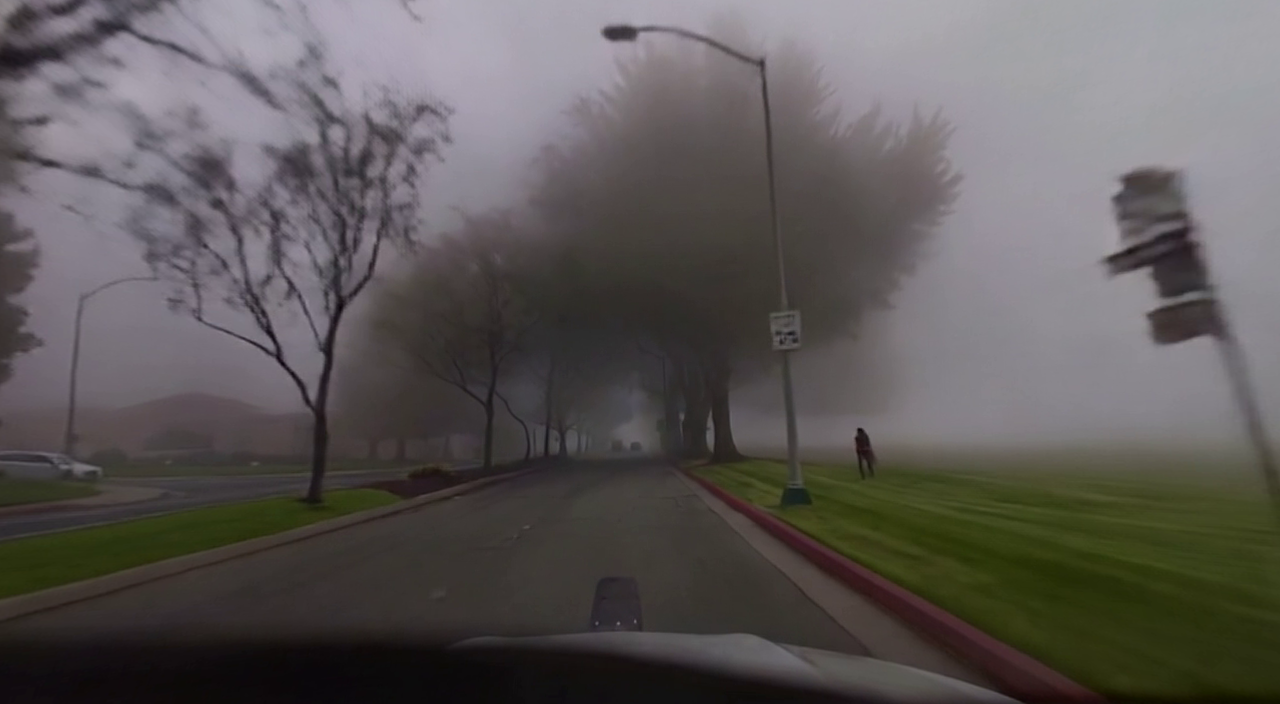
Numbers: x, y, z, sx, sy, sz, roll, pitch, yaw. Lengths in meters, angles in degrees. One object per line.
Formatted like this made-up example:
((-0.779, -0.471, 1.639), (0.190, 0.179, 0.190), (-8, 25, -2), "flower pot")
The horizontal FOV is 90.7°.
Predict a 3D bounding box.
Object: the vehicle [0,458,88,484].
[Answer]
((-36.436, 7.188, 38.346), (4.213, 1.431, 1.812), (0, -8, -1), "vehicle")
